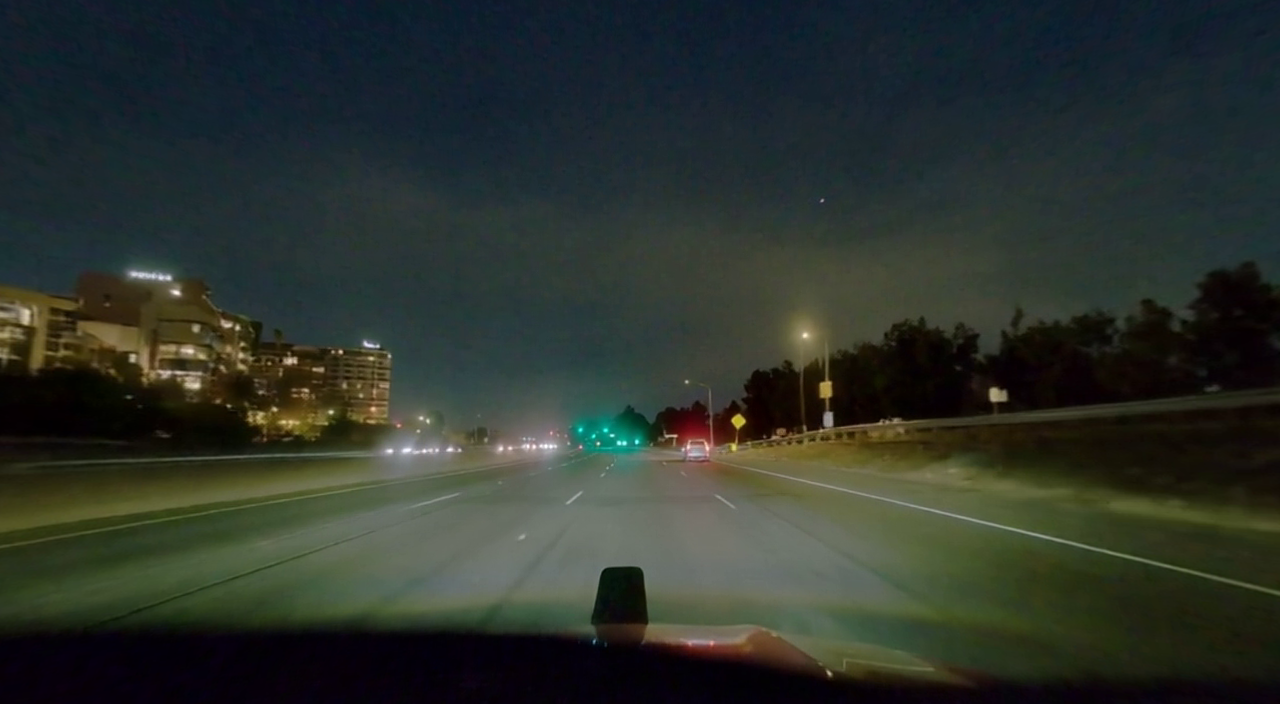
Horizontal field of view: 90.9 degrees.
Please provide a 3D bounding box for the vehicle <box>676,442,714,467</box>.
[{"bbox_3d":[3.454,6.520,40.402,1.926,1.477,4.025,0,-8,-2],"label":"vehicle"}]
